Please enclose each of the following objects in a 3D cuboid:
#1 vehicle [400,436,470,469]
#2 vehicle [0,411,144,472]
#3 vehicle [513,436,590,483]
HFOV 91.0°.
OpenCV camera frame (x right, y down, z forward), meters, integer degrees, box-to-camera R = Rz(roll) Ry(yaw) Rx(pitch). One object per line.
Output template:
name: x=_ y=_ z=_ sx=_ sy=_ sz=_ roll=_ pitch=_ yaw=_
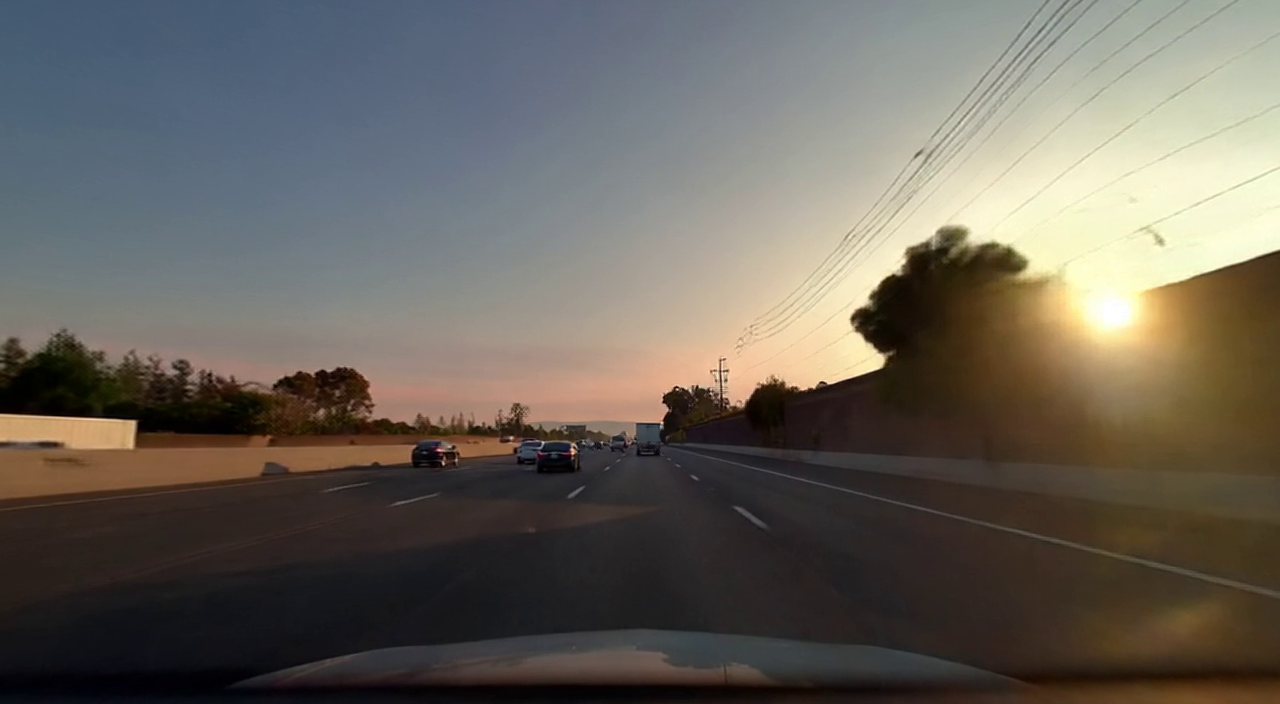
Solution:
vehicle: x=-10.793 y=5.317 z=33.531 sx=2.058 sy=1.621 sz=4.739 roll=0 pitch=-9 yaw=1
vehicle: x=-44.379 y=6.522 z=45.583 sx=2.912 sy=4.085 sz=16.607 roll=0 pitch=-9 yaw=2
vehicle: x=-3.123 y=3.938 z=23.388 sx=2.045 sy=1.532 sz=4.954 roll=0 pitch=-9 yaw=1
